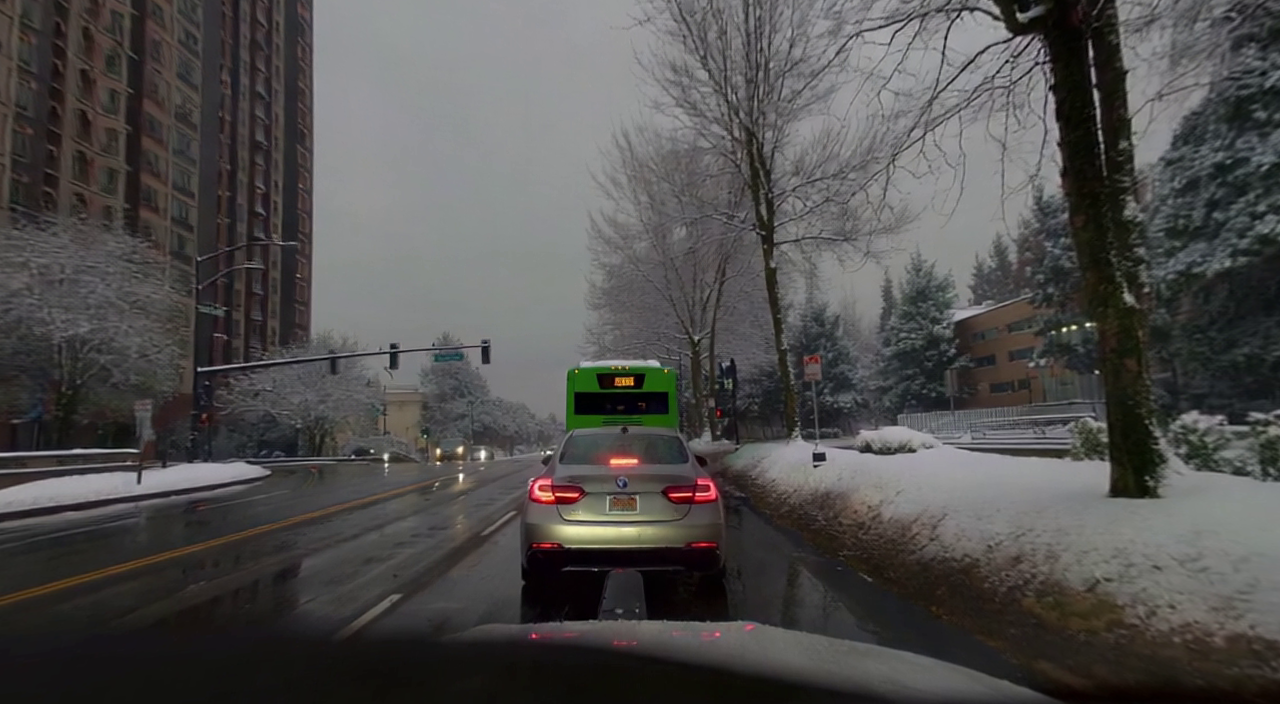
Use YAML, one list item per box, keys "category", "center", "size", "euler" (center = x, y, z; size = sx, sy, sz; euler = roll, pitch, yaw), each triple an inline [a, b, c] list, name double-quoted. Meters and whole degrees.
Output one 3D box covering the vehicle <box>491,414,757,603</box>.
- category: "vehicle"
  center: [-0.171, 1.482, 6.933]
  size: [2.064, 1.452, 3.942]
  euler: [0, -8, -1]
